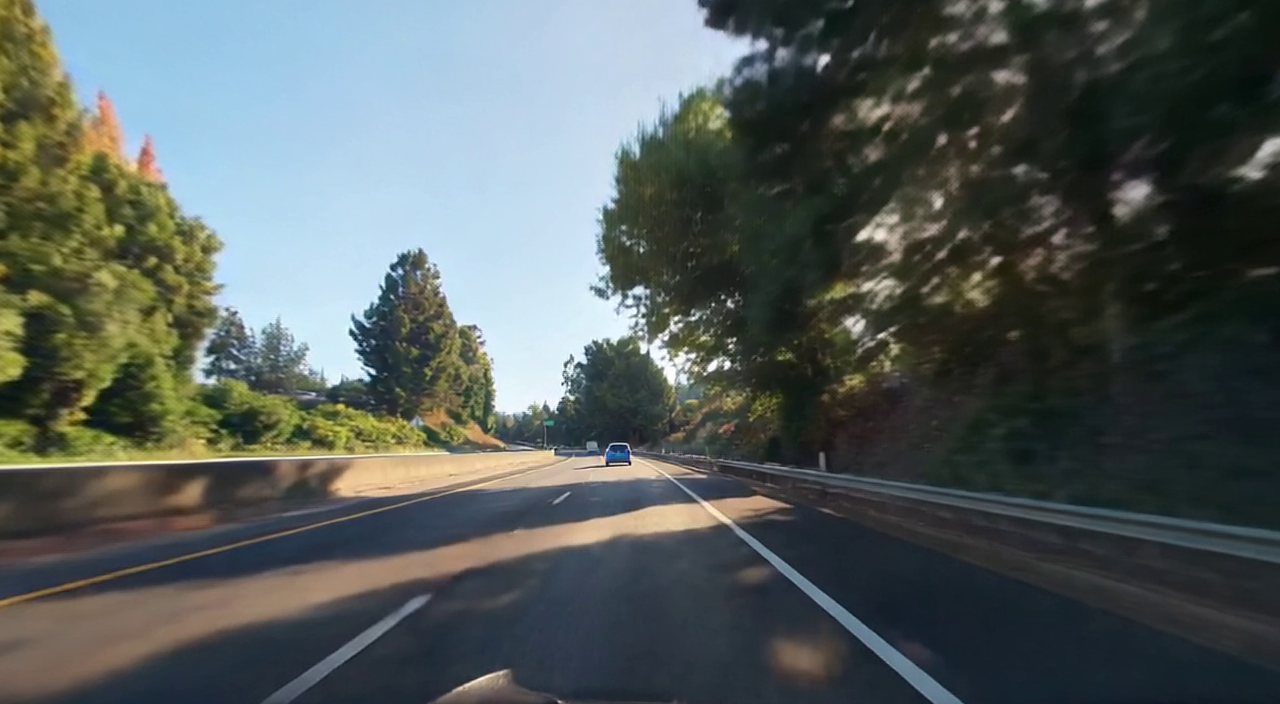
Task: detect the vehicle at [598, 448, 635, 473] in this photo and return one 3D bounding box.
[{"bbox_3d":[-1.380,6.543,38.309,2.126,1.411,4.433,0,-9,0],"label":"vehicle"}]
